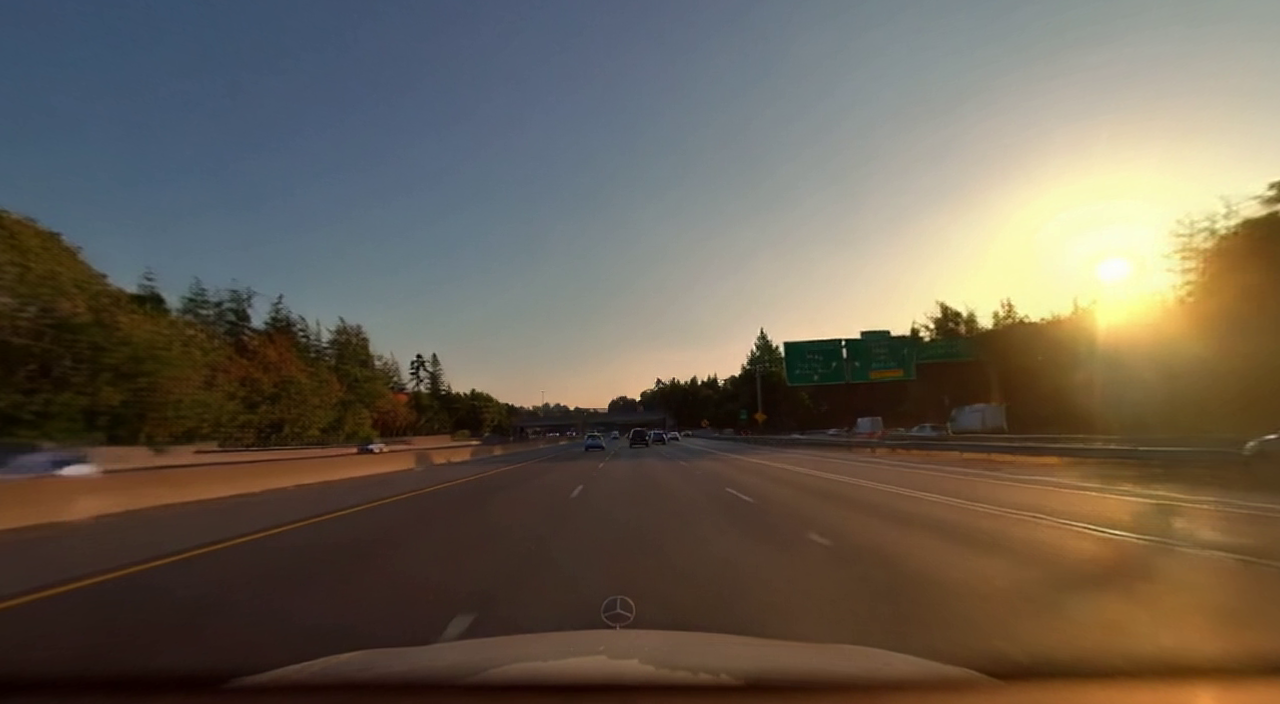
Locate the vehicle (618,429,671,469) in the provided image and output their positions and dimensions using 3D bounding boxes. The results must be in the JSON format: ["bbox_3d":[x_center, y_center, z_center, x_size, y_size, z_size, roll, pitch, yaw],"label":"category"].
[{"bbox_3d":[0.120,4.114,26.856,2.086,1.554,3.875,0,-8,-2],"label":"vehicle"}]

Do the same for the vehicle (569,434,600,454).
[{"bbox_3d":[-4.222,7.072,48.489,2.014,1.471,4.380,0,-8,-1],"label":"vehicle"}]
